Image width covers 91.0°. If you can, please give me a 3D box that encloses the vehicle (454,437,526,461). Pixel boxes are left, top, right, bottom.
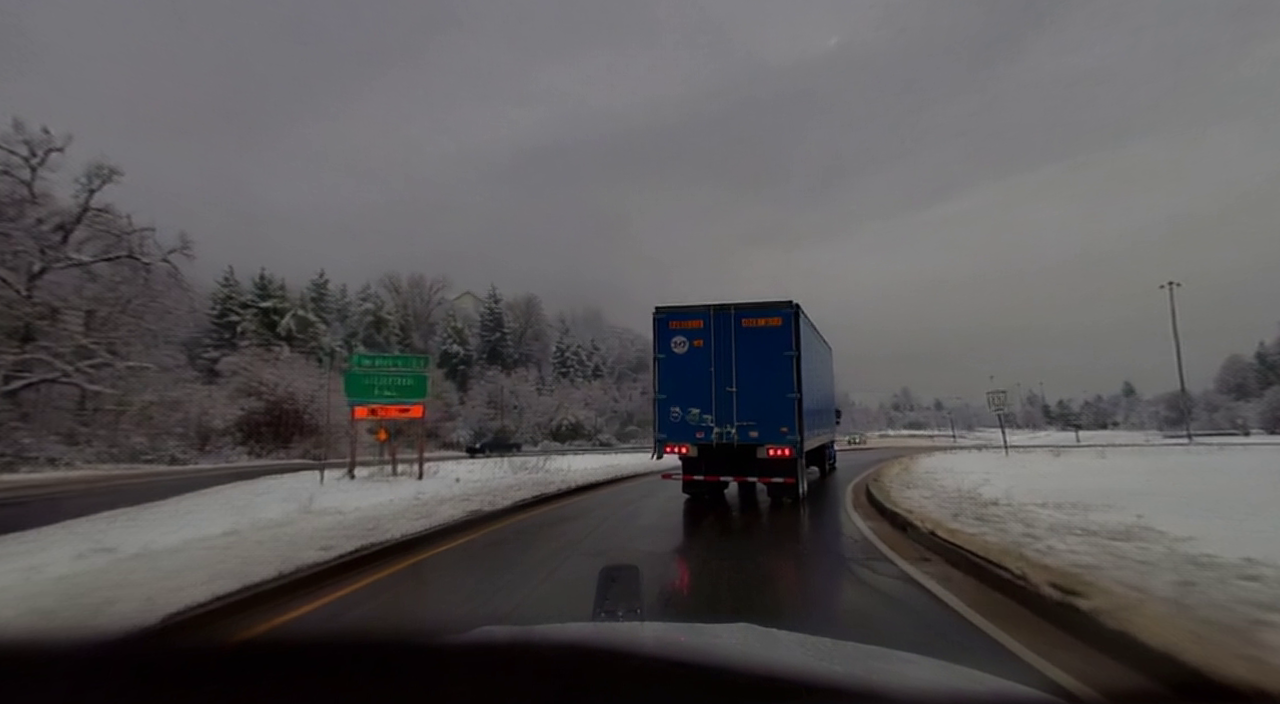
[{"bbox_3d":[-9.878,6.374,41.376,4.350,1.410,1.726,2,-9,-24],"label":"vehicle"}]

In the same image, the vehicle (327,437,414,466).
[{"bbox_3d":[-16.258,6.009,38.023,4.578,1.573,1.806,4,-9,-31],"label":"vehicle"}]

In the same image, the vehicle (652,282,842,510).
[{"bbox_3d":[3.100,1.334,14.916,2.937,3.647,9.344,-4,-8,18],"label":"vehicle"}]
